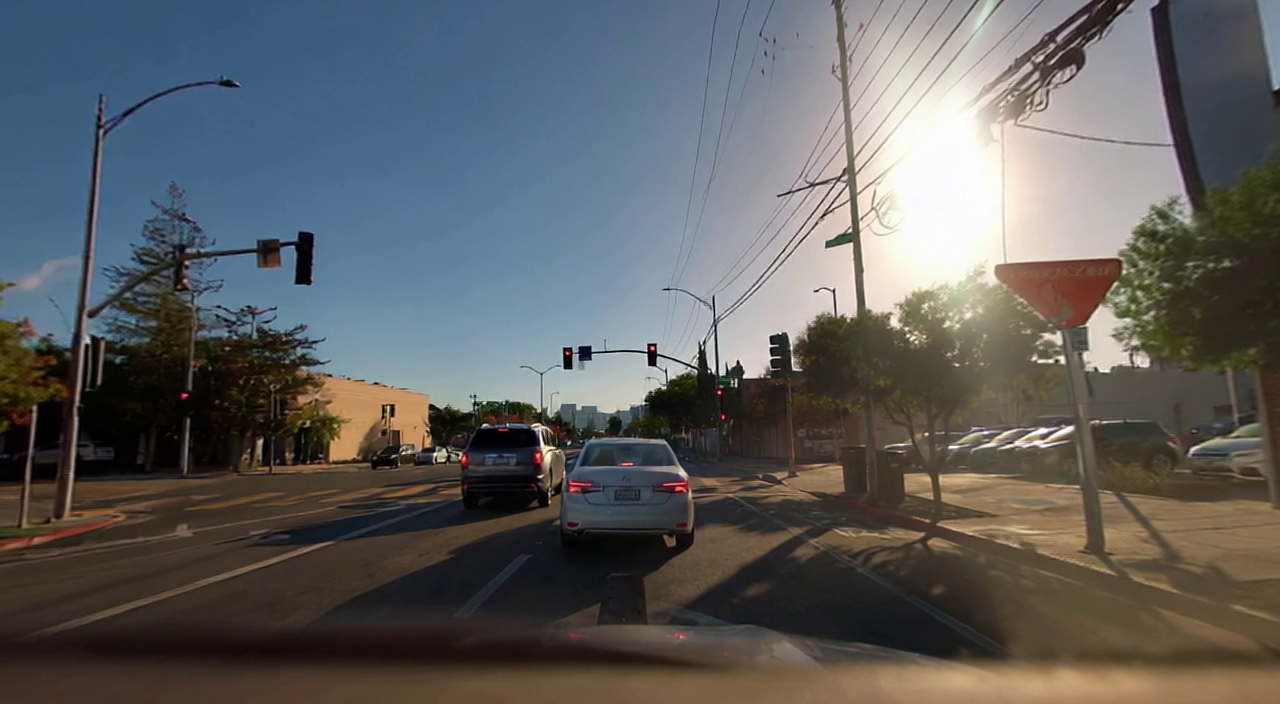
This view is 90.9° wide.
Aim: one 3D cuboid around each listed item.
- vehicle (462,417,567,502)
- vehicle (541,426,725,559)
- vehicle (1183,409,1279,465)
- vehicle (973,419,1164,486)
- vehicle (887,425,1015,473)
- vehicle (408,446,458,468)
[{"bbox_3d":[-3.060,2.721,16.354,2.106,1.852,4.512,0,-8,-4],"label":"vehicle"},{"bbox_3d":[-0.146,1.900,9.295,2.070,1.481,4.216,0,-8,-2],"label":"vehicle"},{"bbox_3d":[18.717,2.571,19.022,4.446,1.511,1.977,4,-10,-29],"label":"vehicle"},{"bbox_3d":[10.548,2.518,16.022,1.888,1.455,4.268,0,-8,1],"label":"vehicle"},{"bbox_3d":[10.642,3.362,22.039,1.842,1.471,4.481,1,-8,-6],"label":"vehicle"},{"bbox_3d":[-15.563,7.835,47.213,2.111,1.511,4.641,6,-10,-37],"label":"vehicle"}]
